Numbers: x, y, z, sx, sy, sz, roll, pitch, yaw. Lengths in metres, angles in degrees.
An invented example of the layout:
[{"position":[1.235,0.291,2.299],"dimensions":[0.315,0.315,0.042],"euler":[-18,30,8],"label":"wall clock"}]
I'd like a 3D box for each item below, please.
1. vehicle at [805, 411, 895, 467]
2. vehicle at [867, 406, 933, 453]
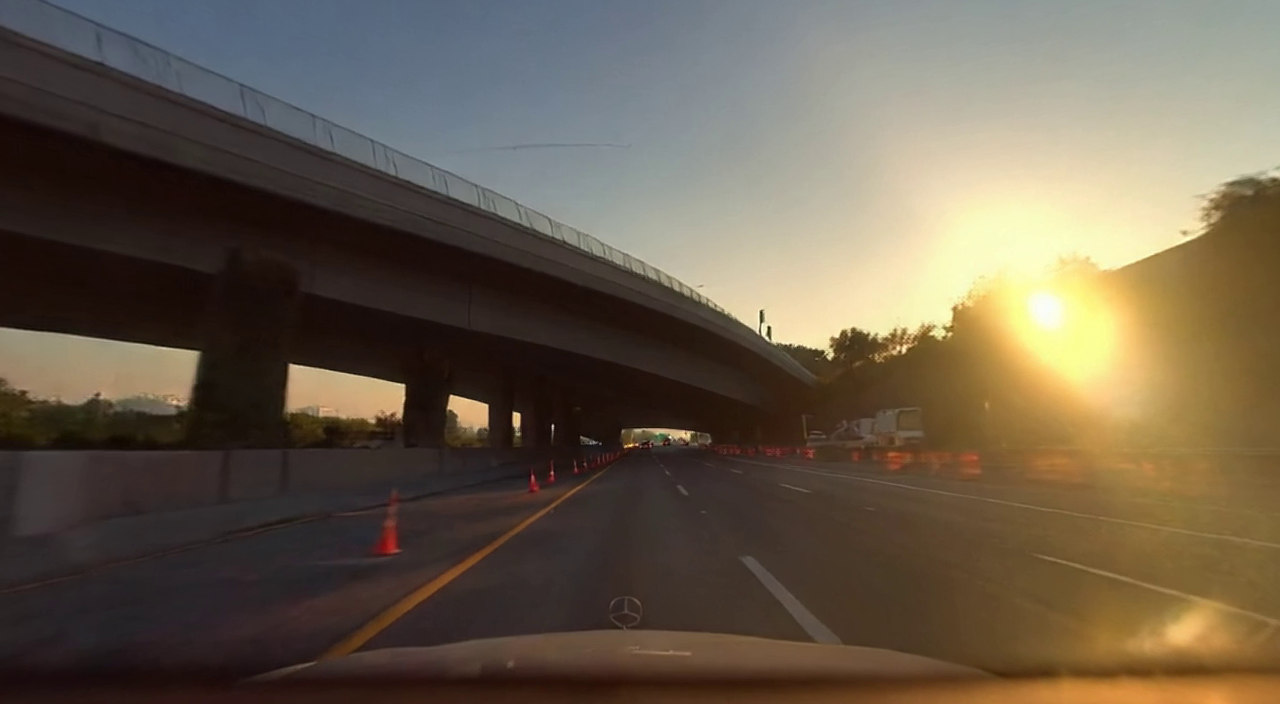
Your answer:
[{"position":[13.250,5.640,40.629],"dimensions":[2.905,3.106,7.417],"euler":[-3,-8,-2],"label":"vehicle"},{"position":[16.995,5.136,41.484],"dimensions":[1.924,2.767,4.707],"euler":[-3,-8,-3],"label":"vehicle"}]
